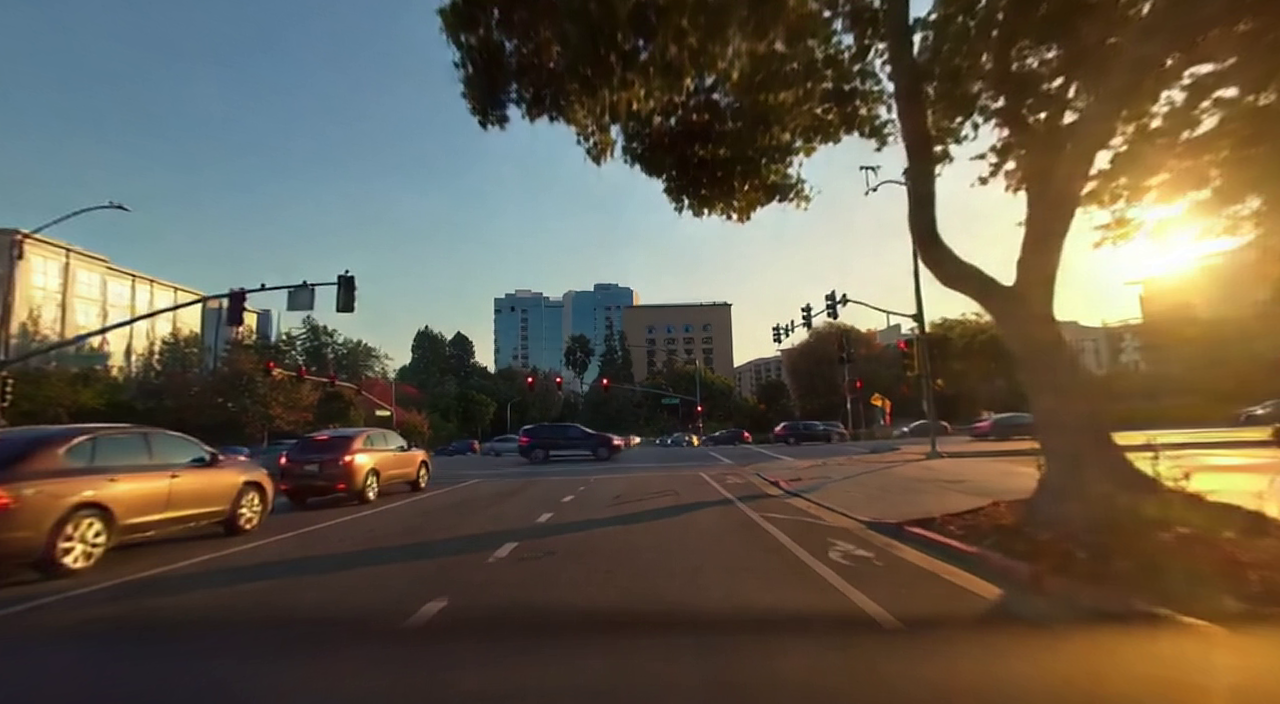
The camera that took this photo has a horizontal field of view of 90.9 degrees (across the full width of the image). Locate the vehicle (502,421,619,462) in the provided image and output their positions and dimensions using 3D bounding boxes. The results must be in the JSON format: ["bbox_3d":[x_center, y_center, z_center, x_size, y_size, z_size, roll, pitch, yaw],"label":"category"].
[{"bbox_3d":[-3.647,4.222,29.601,5.084,1.824,2.050,-1,-9,6],"label":"vehicle"}]

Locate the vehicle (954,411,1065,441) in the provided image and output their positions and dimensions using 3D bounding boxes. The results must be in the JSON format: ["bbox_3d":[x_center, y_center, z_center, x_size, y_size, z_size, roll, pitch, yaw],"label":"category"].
[{"bbox_3d":[20.255,4.103,34.706,4.836,1.508,1.875,-1,-9,6],"label":"vehicle"}]

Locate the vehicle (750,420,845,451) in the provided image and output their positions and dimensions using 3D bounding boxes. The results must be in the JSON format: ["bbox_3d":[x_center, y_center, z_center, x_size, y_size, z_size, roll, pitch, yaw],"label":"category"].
[{"bbox_3d":[7.963,4.279,32.195,4.429,1.489,1.773,-1,-9,6],"label":"vehicle"}]

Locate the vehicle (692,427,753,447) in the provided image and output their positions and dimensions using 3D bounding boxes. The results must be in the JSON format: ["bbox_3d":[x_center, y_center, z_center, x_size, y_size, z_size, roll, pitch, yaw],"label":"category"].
[{"bbox_3d":[6.228,6.465,47.883,4.459,1.477,1.754,-1,-9,6],"label":"vehicle"}]

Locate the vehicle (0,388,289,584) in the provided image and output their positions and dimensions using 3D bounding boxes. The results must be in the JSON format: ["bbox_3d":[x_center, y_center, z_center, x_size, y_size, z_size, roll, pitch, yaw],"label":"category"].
[{"bbox_3d":[-6.669,1.531,7.900,1.967,1.741,4.385,0,-9,0],"label":"vehicle"}]

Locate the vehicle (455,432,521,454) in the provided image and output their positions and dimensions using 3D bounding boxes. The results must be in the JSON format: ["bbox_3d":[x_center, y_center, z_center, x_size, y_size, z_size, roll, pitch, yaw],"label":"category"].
[{"bbox_3d":[-11.971,7.183,49.688,4.663,1.637,1.836,-1,-9,7],"label":"vehicle"}]

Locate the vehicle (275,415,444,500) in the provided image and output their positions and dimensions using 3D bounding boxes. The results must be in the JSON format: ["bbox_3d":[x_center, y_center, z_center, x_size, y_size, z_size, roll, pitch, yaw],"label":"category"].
[{"bbox_3d":[-6.392,2.483,15.113,1.785,1.678,4.729,0,-9,1],"label":"vehicle"}]

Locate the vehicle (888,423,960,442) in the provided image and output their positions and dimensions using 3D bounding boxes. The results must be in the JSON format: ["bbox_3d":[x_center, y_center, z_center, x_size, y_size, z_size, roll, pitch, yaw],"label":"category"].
[{"bbox_3d":[22.400,6.380,49.894,4.785,1.472,1.799,-1,-9,6],"label":"vehicle"}]
